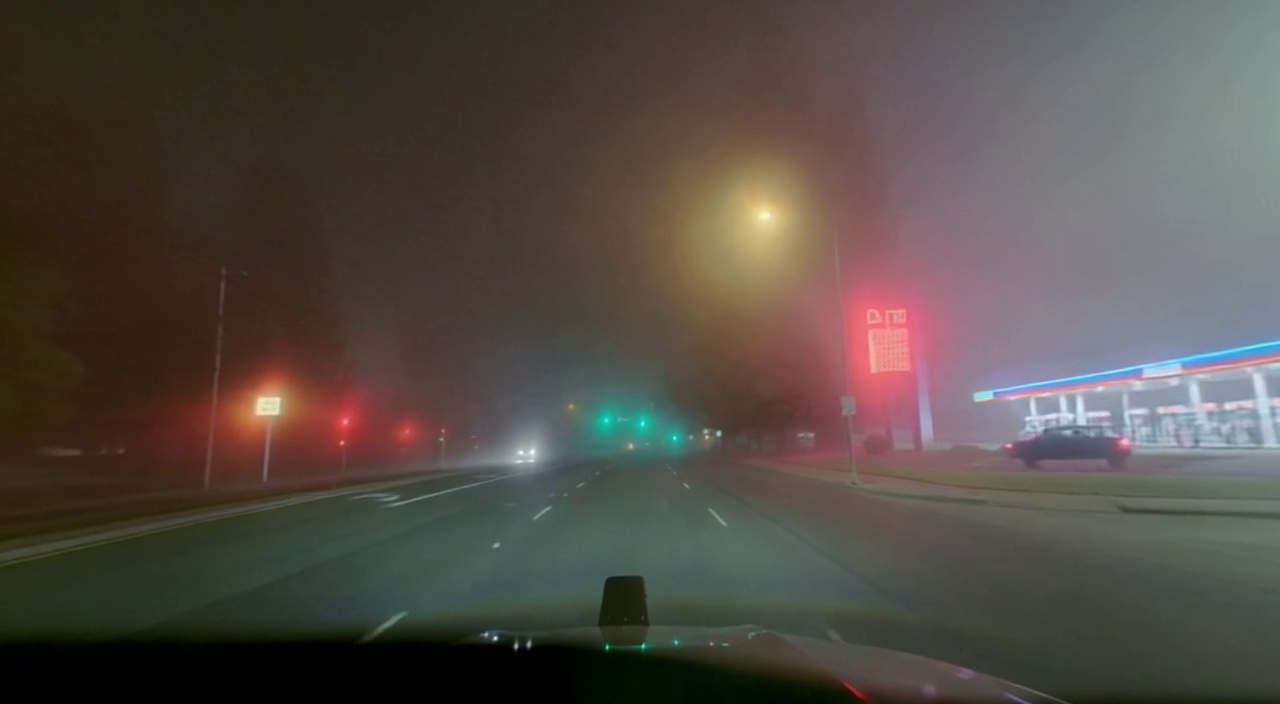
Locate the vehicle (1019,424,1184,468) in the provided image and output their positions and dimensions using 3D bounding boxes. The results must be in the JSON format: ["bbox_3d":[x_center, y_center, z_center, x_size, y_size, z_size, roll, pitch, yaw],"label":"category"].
[{"bbox_3d":[17.960,3.705,24.896,4.812,1.567,2.123,-4,-9,24],"label":"vehicle"}]
